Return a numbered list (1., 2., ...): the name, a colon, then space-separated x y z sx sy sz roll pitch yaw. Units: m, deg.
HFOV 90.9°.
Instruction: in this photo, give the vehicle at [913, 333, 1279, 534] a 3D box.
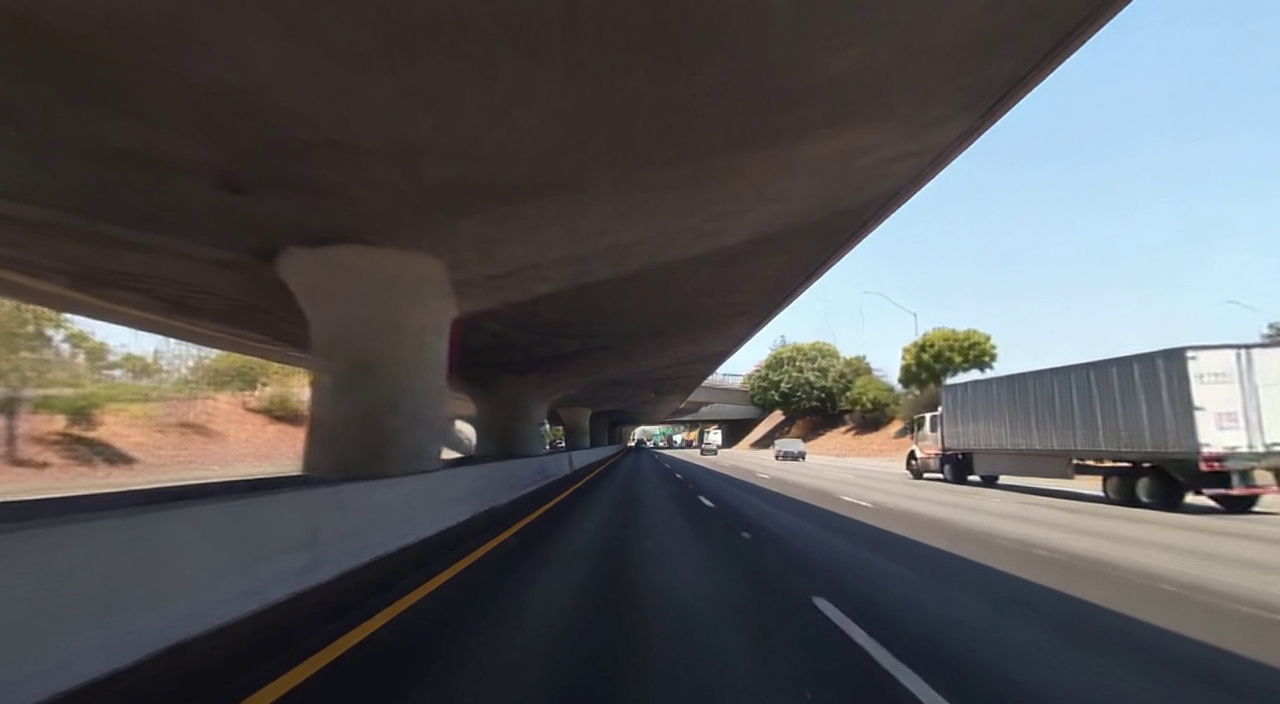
1. vehicle: 10.735 2.056 15.607 2.960 3.207 10.950 0 -8 0
